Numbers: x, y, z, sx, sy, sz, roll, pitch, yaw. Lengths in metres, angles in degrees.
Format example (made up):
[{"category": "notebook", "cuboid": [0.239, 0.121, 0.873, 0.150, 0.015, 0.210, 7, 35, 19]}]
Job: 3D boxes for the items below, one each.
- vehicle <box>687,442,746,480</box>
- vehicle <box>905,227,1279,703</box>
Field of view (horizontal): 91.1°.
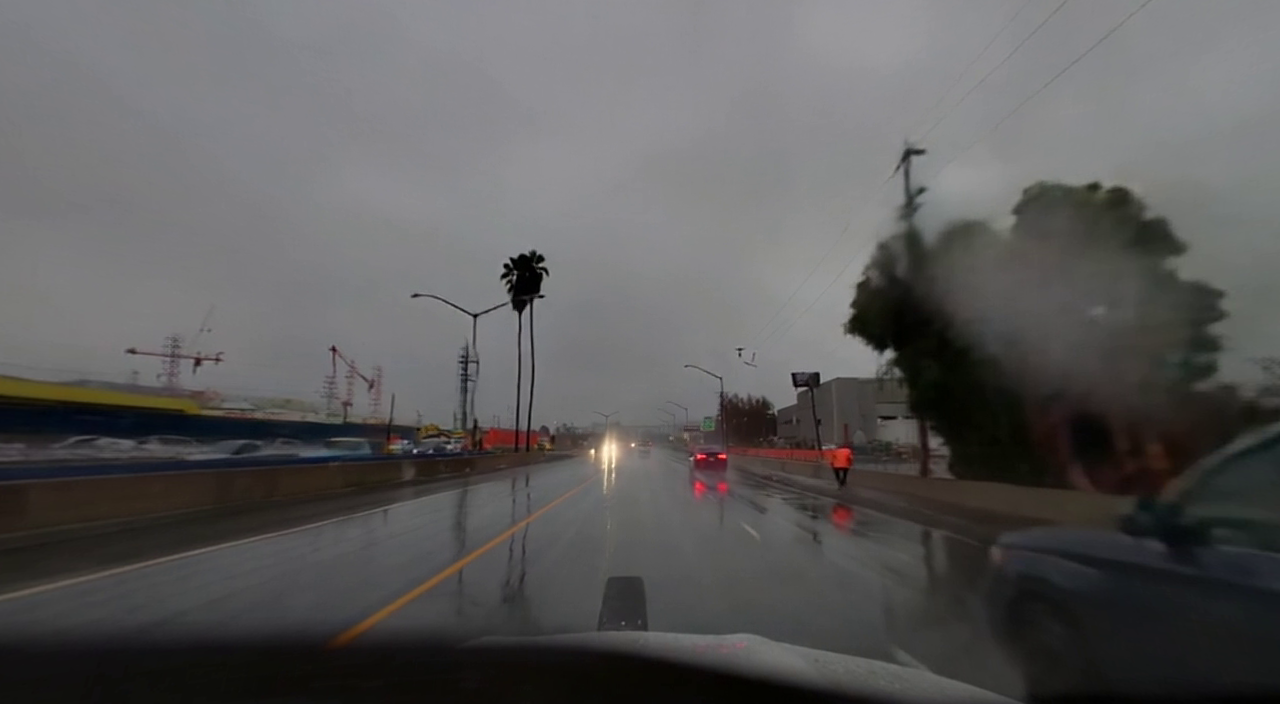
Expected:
[{"category": "vehicle", "cuboid": [3.389, 4.929, 28.649, 2.148, 1.562, 4.642, 0, -8, 0]}, {"category": "vehicle", "cuboid": [3.112, 0.594, 1.700, 2.386, 1.970, 5.665, 0, -8, 1]}]
